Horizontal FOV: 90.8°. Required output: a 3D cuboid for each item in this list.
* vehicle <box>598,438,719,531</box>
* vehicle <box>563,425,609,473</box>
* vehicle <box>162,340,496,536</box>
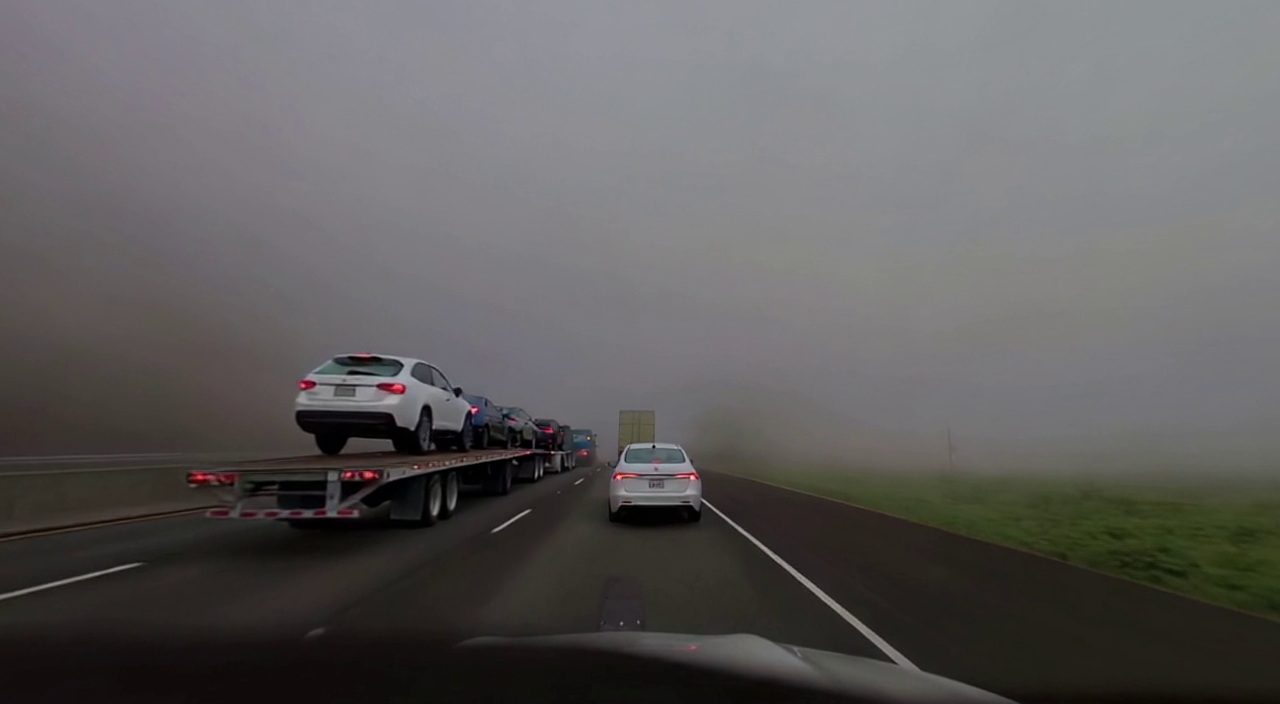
[{"bbox_3d":[0.267,2.446,12.163,1.991,1.507,3.391,0,-9,-1],"label":"vehicle"},{"bbox_3d":[-3.266,6.071,39.431,2.289,2.710,6.726,0,-9,0],"label":"vehicle"},{"bbox_3d":[-3.002,1.012,7.286,2.031,1.594,4.103,1,-9,-5],"label":"vehicle"}]
